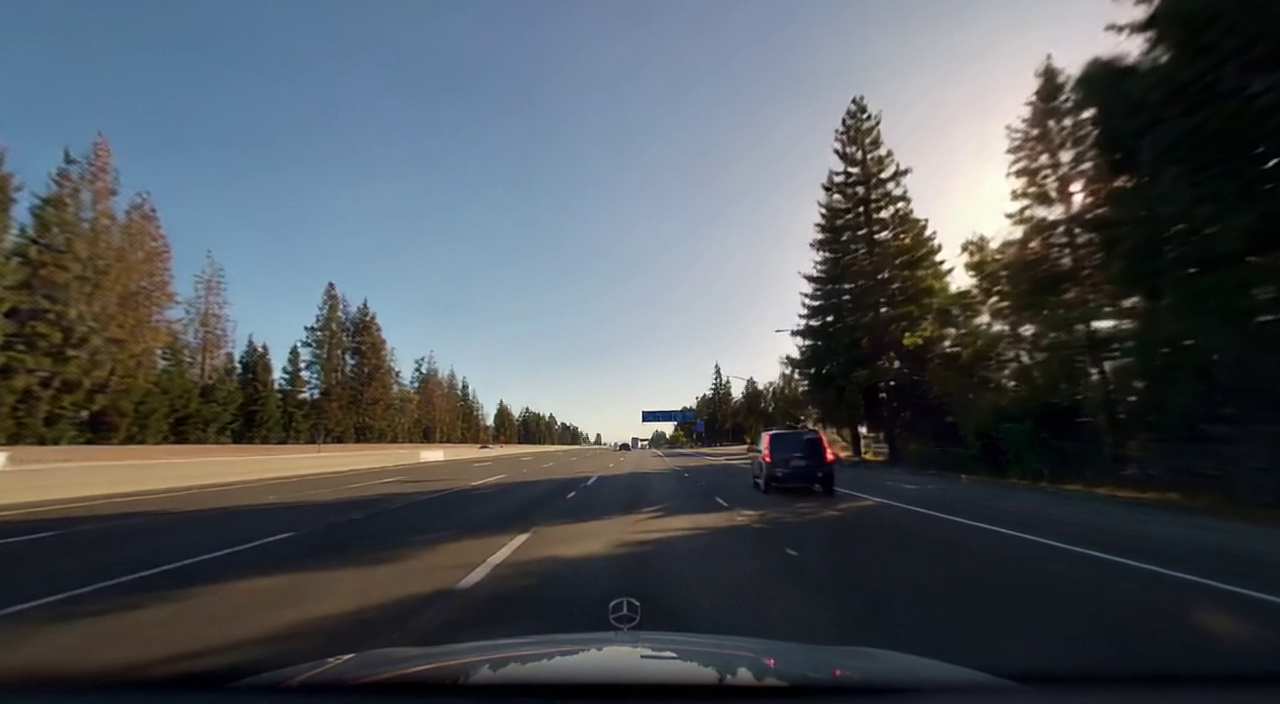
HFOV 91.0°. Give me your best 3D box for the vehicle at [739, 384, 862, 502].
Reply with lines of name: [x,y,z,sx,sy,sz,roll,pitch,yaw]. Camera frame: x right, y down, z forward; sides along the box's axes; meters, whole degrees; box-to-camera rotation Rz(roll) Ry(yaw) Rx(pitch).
vehicle: [3.748,2.177,15.340,1.928,2.466,2.982,-3,-8,-3]
